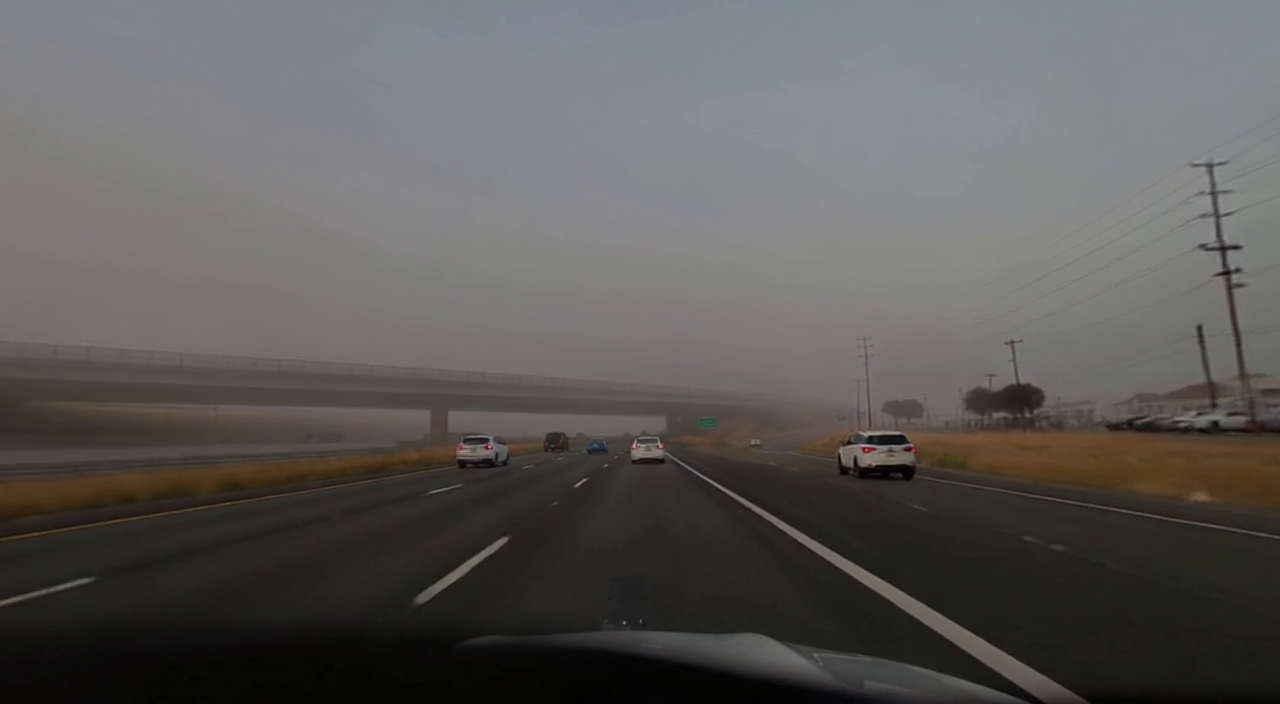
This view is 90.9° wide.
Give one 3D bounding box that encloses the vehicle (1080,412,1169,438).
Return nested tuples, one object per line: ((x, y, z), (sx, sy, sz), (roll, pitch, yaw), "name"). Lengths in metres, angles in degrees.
((30.090, 4.618, 39.367), (1.926, 1.468, 5.111), (-1, -9, 6), "vehicle")

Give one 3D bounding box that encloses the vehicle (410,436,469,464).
((-11.514, 5.676, 36.555), (1.858, 1.491, 4.734), (0, -9, 0), "vehicle")

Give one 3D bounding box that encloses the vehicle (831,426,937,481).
((8.172, 3.454, 21.644), (2.095, 1.674, 4.530), (-1, -9, 4), "vehicle")

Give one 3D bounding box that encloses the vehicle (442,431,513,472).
((-7.281, 4.506, 28.705), (2.067, 1.682, 4.388), (0, -9, 0), "vehicle")

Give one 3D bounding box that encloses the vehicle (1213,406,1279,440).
((28.753, 3.241, 28.478), (1.797, 1.435, 4.566), (-1, -9, 6), "vehicle")

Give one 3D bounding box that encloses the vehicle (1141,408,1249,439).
((29.517, 3.894, 33.776), (1.842, 1.460, 4.810), (-1, -9, 7), "vehicle")

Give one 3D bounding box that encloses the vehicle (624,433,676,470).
((0.394, 4.423, 28.037), (2.145, 1.493, 4.146), (0, -9, 0), "vehicle")
